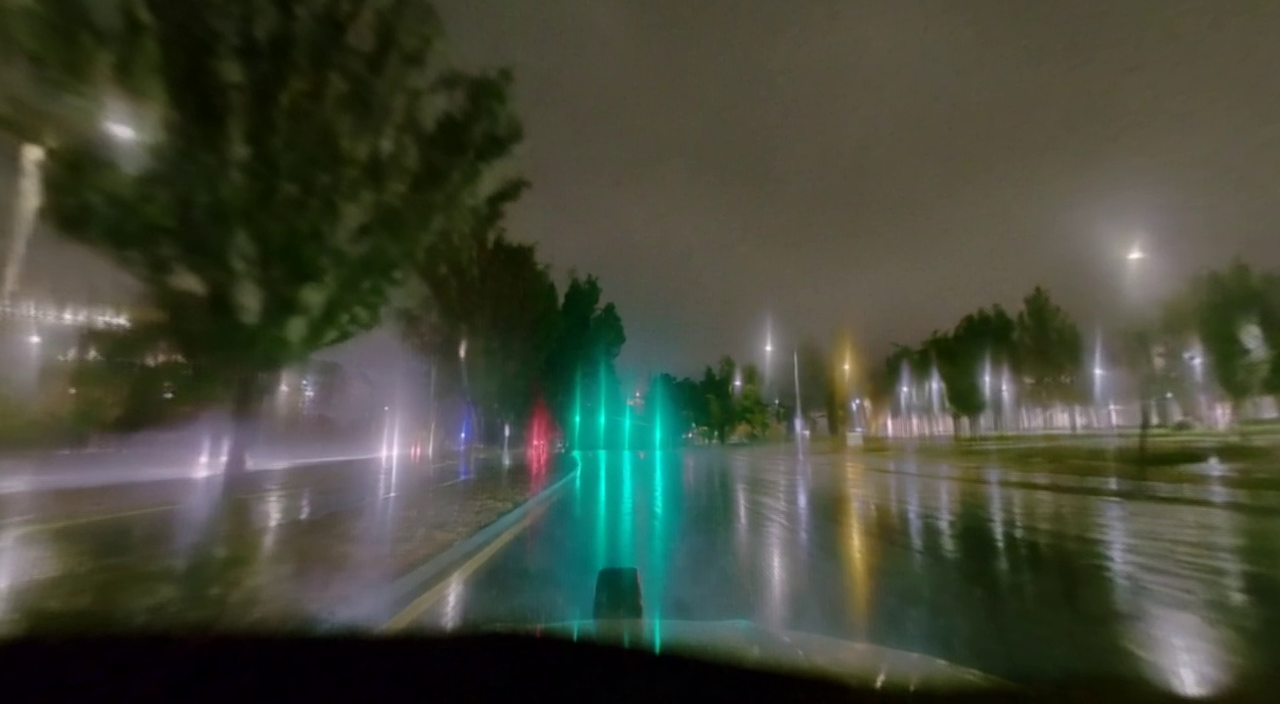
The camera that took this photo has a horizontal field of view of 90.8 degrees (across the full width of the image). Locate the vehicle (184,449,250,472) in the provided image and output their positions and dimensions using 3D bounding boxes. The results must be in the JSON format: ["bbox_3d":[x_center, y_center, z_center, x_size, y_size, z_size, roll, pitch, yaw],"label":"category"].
[{"bbox_3d":[-29.467,7.519,44.184,1.863,1.468,4.560,1,-8,-6],"label":"vehicle"}]
